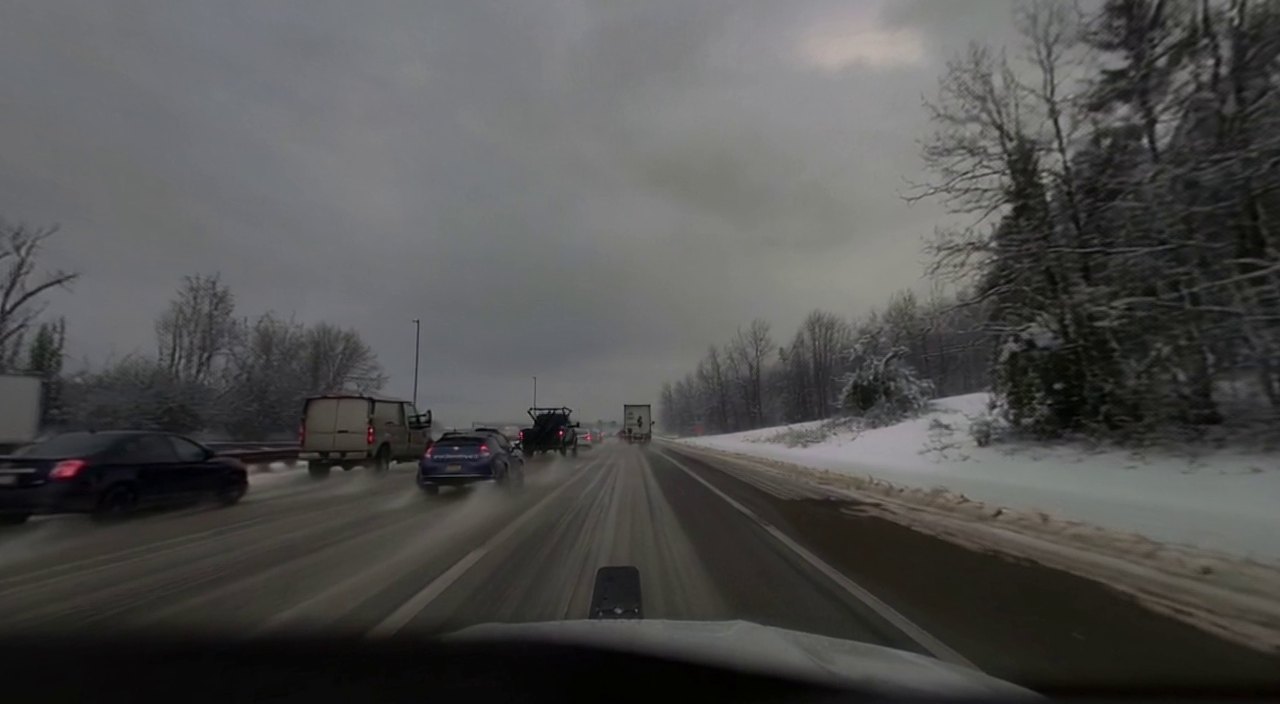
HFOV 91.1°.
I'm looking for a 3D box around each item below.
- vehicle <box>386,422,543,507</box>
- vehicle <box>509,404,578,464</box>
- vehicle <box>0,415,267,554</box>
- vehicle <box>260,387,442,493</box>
[{"bbox_3d":[-3.406,2.262,13.167,2.089,1.485,4.153,0,-8,0],"label":"vehicle"},{"bbox_3d":[-4.362,3.826,29.364,2.427,2.514,5.159,0,-8,0],"label":"vehicle"},{"bbox_3d":[-7.600,1.761,9.105,1.957,1.545,3.971,0,-8,0],"label":"vehicle"},{"bbox_3d":[-7.621,2.429,17.532,2.386,2.435,5.831,0,-8,-2],"label":"vehicle"}]
